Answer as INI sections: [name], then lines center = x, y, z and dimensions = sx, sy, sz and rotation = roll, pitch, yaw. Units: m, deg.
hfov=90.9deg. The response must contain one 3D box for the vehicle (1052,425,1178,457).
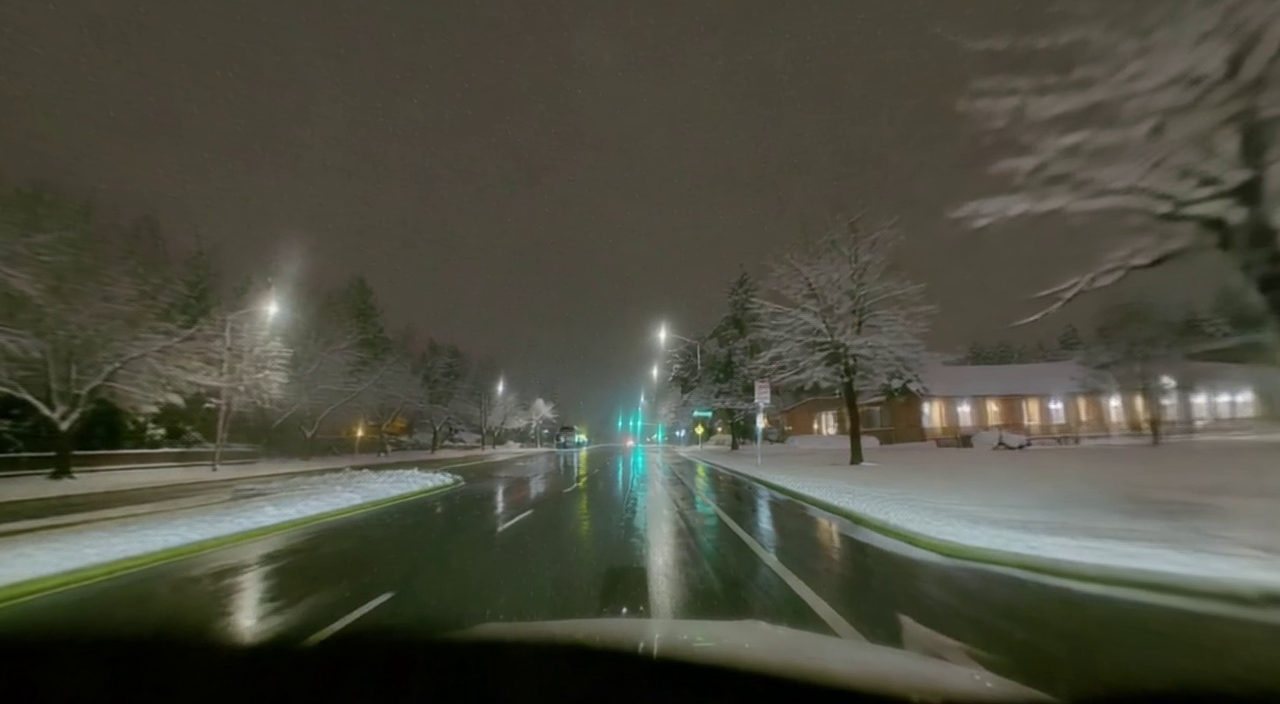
[vehicle]
center = 22.012, 4.157, 29.345
dimensions = 4.271, 1.424, 1.941
rotation = 0, -8, 1
